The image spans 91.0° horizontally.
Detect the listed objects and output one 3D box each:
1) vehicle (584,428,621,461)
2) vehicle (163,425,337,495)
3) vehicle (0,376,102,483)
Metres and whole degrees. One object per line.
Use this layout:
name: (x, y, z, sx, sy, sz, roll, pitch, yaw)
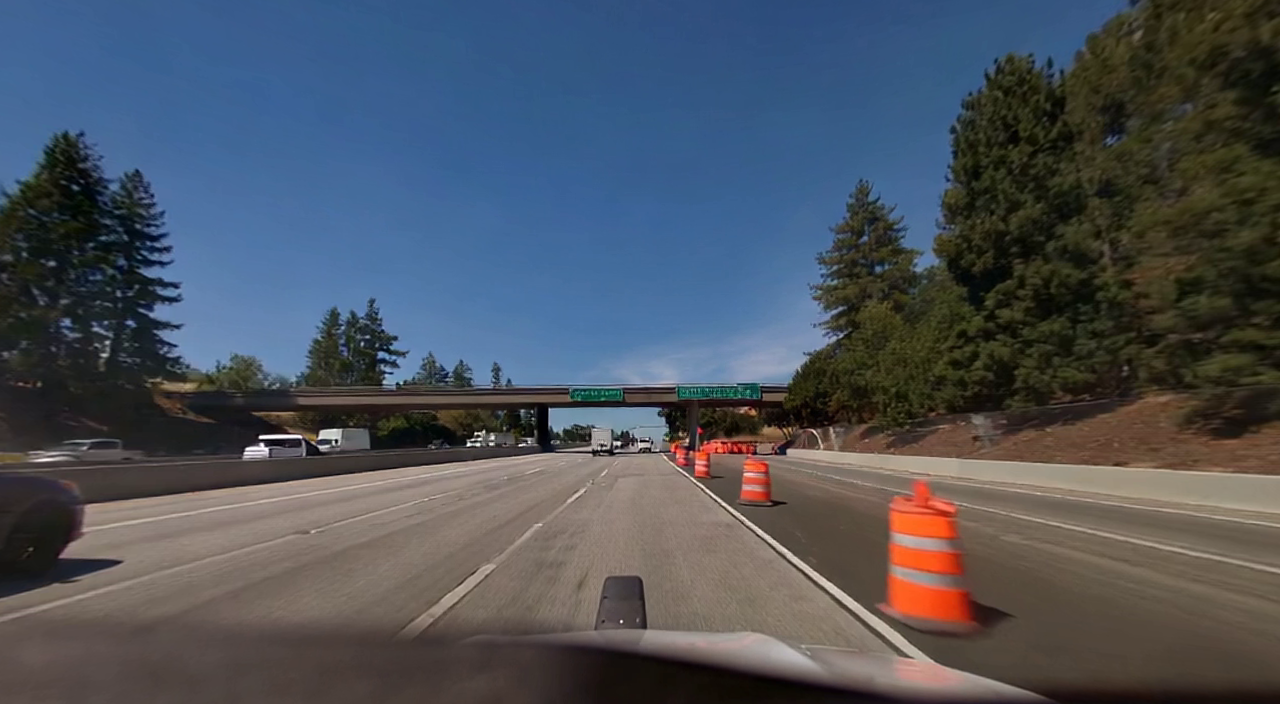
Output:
vehicle: (-2.756, 7.099, 48.329, 2.403, 2.369, 5.829, 0, -8, 1)
vehicle: (-10.453, 2.919, 17.367, 1.964, 1.662, 4.367, 0, -8, 0)
vehicle: (-25.415, 2.331, 19.783, 2.922, 3.951, 15.951, 0, -8, 0)
